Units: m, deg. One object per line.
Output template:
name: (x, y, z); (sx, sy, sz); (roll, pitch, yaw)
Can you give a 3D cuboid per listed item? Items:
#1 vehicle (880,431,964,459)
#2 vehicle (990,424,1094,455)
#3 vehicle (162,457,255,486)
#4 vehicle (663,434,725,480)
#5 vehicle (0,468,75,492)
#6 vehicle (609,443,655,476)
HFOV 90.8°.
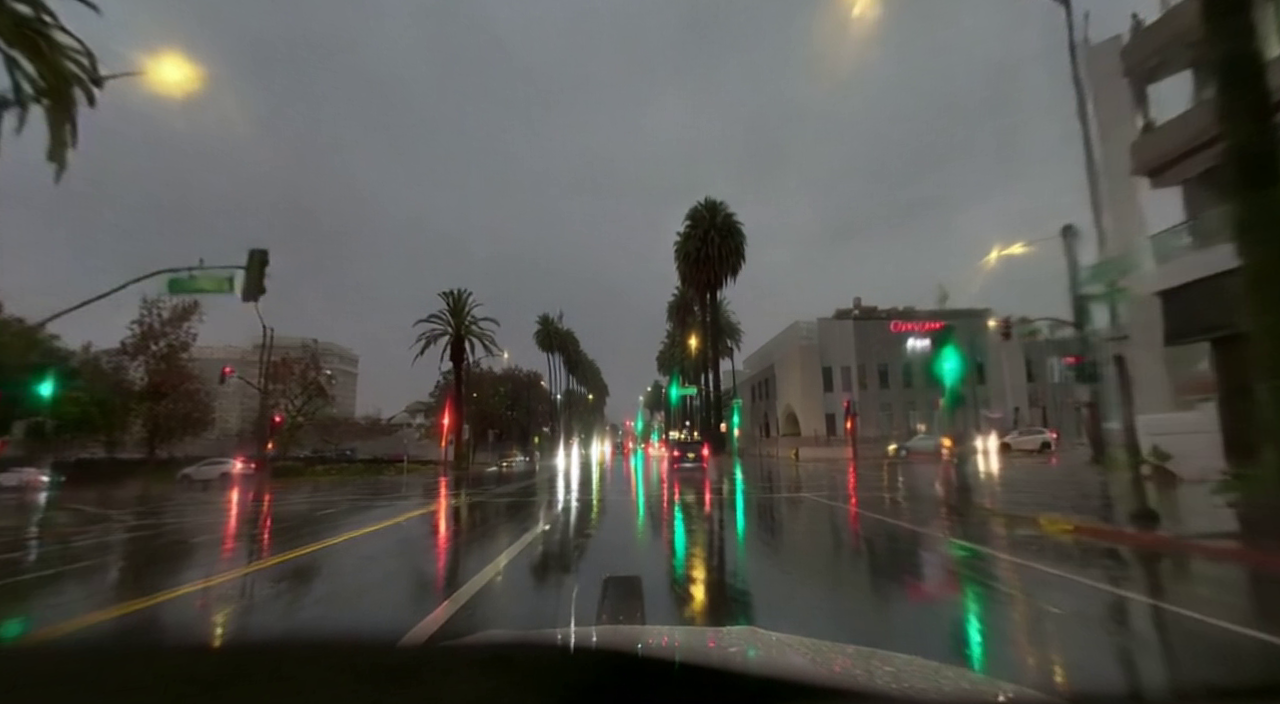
vehicle: (17.638, 5.829, 39.698); (4.277, 1.665, 2.006); (0, -8, -2)
vehicle: (25.556, 5.588, 40.304); (5.130, 1.875, 2.118); (0, -8, -2)
vehicle: (-28.732, 7.956, 42.151); (4.570, 1.741, 2.107); (0, -8, -1)
vehicle: (2.107, 4.276, 25.937); (2.003, 1.702, 4.288); (0, -8, -3)
vehicle: (-40.591, 8.462, 41.978); (4.158, 1.463, 1.836); (0, -8, -1)
vehicle: (-0.419, 5.150, 30.560); (2.088, 1.452, 3.993); (0, -8, -2)
